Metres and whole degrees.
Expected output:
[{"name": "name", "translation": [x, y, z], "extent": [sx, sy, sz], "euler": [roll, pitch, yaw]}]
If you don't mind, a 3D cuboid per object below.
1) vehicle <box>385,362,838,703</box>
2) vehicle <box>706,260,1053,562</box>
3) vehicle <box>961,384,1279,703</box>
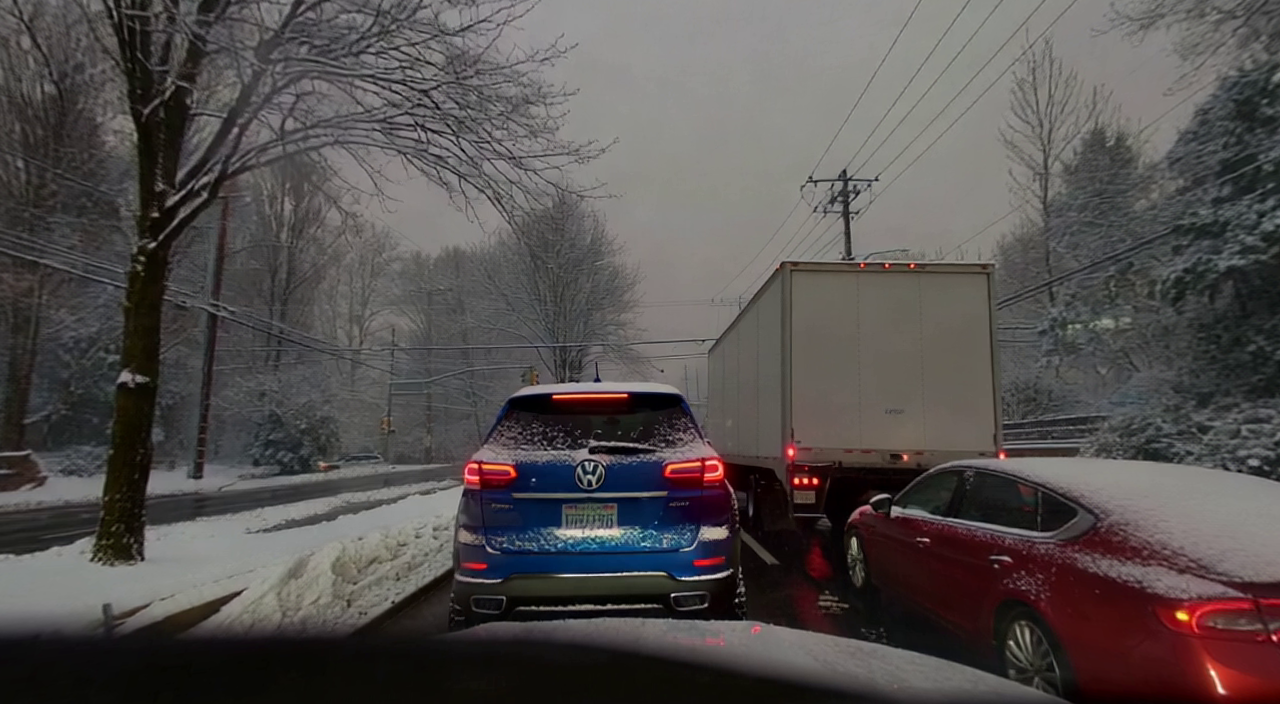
[{"name": "vehicle", "translation": [-0.129, 1.223, 5.140], "extent": [2.114, 1.732, 4.230], "euler": [0, -8, 0]}, {"name": "vehicle", "translation": [3.228, 1.274, 11.839], "extent": [2.915, 3.559, 8.848], "euler": [0, -8, 0]}, {"name": "vehicle", "translation": [2.832, 0.747, 1.196], "extent": [1.971, 1.484, 4.728], "euler": [0, -8, 0]}]
